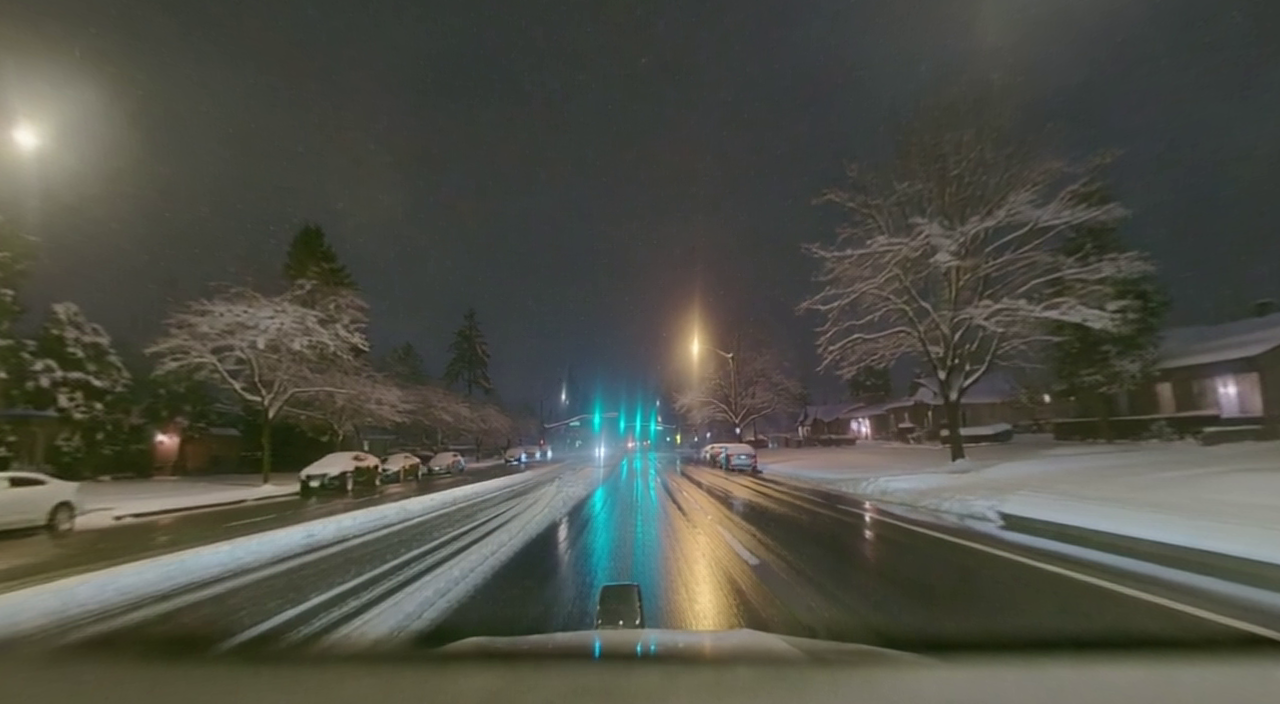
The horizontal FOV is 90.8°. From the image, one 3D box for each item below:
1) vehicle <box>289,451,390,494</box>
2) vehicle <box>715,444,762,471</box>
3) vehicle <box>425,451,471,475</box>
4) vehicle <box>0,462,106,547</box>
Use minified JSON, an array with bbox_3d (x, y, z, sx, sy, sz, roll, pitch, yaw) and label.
[{"bbox_3d":[-12.740,5.098,27.195,2.078,1.618,4.650,0,-8,-1],"label":"vehicle"},{"bbox_3d":[5.614,6.057,36.431,1.875,1.466,4.355,1,-8,-2],"label":"vehicle"},{"bbox_3d":[-12.799,7.409,42.368,1.812,1.454,4.351,0,-8,-1],"label":"vehicle"},{"bbox_3d":[-12.783,2.930,11.790,1.909,1.477,4.345,-3,-8,-1],"label":"vehicle"}]
